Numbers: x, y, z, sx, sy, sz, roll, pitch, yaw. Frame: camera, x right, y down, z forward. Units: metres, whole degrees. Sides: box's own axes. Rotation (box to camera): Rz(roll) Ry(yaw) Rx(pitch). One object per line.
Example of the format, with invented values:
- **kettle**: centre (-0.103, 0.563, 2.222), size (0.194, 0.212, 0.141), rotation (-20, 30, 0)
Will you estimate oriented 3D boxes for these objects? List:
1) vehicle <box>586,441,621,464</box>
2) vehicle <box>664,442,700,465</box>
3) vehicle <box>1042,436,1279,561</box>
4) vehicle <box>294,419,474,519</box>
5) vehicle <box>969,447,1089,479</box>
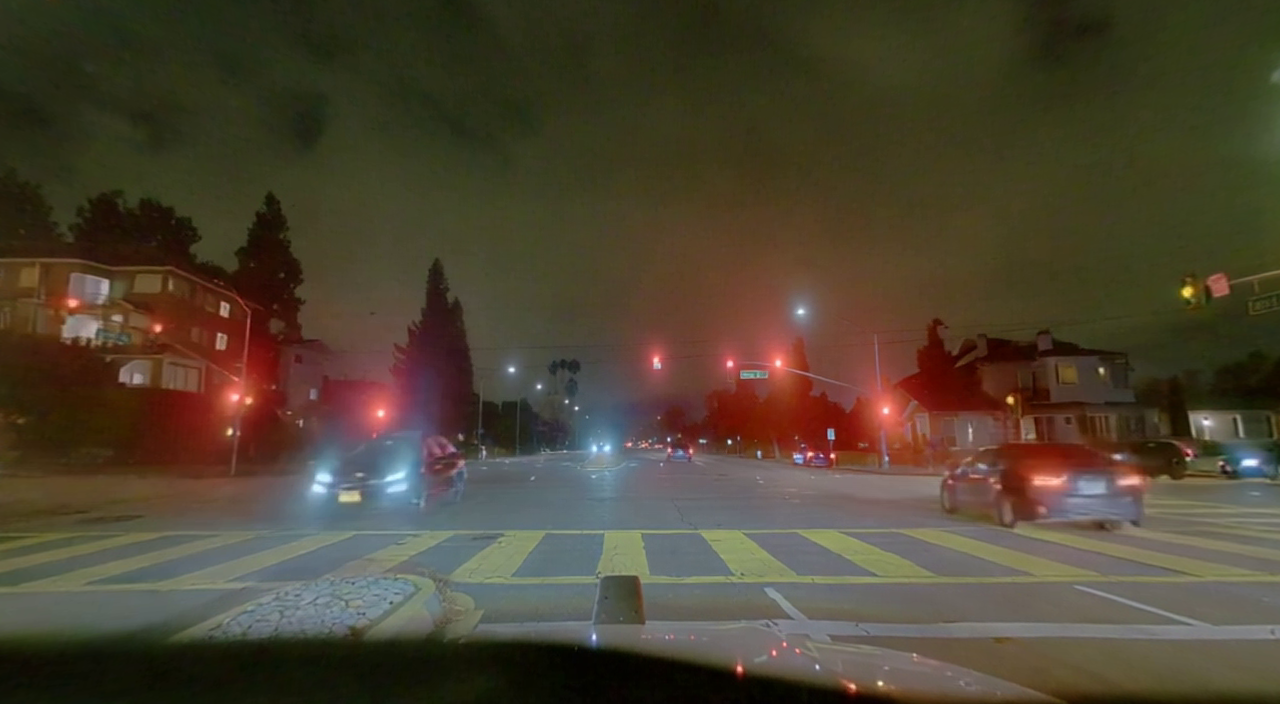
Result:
- **vehicle**: centre (-2.381, 6.710, 42.283), size (2.045, 1.484, 3.991), rotation (0, -9, 0)
- **vehicle**: centre (2.752, 6.760, 42.324), size (1.947, 1.467, 4.455), rotation (0, -9, -1)
- **vehicle**: centre (7.995, 2.123, 10.019), size (1.961, 1.494, 4.438), rotation (-4, -9, 23)
- **vehicle**: centre (-4.983, 2.336, 13.063), size (2.025, 1.704, 4.104), rotation (0, -9, -1)
- **vehicle**: centre (19.748, 5.632, 32.224), size (4.874, 1.544, 1.779), rotation (0, -9, 1)
